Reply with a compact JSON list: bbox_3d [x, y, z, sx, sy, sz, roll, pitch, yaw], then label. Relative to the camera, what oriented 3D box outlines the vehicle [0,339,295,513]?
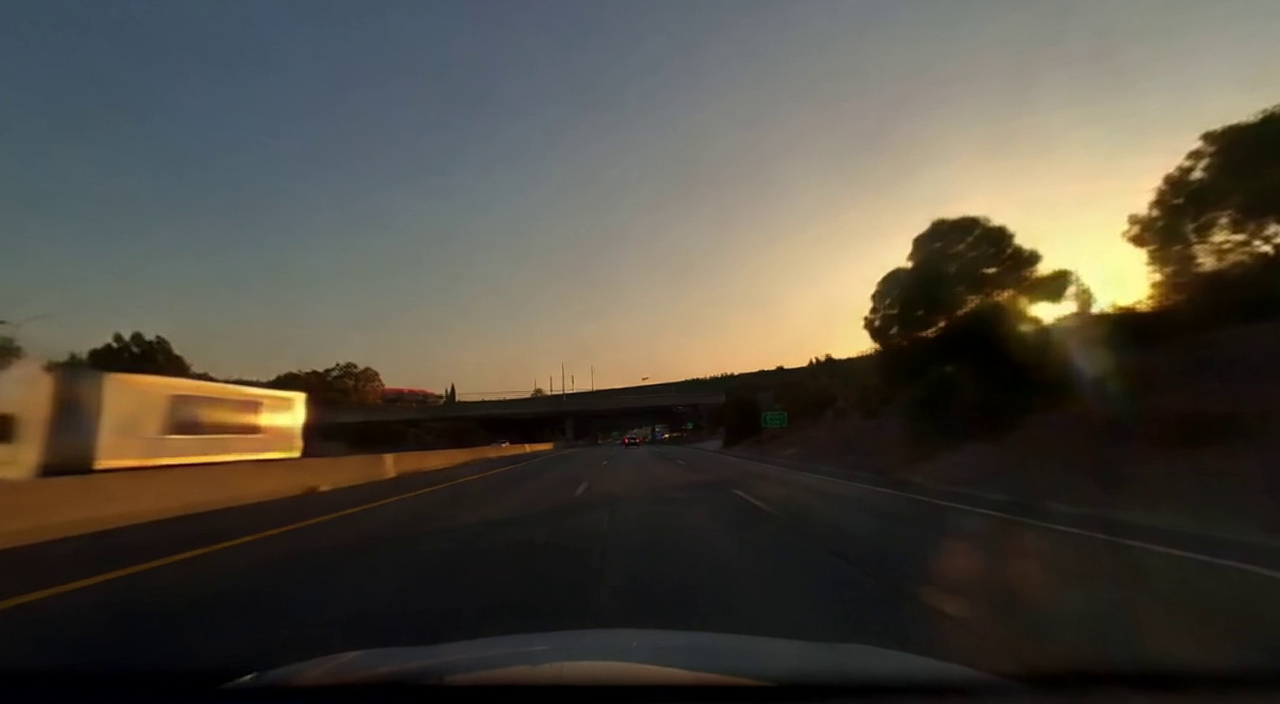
[{"bbox_3d":[-16.543,2.521,20.659,2.849,4.030,14.128,0,-8,-2],"label":"vehicle"}]
